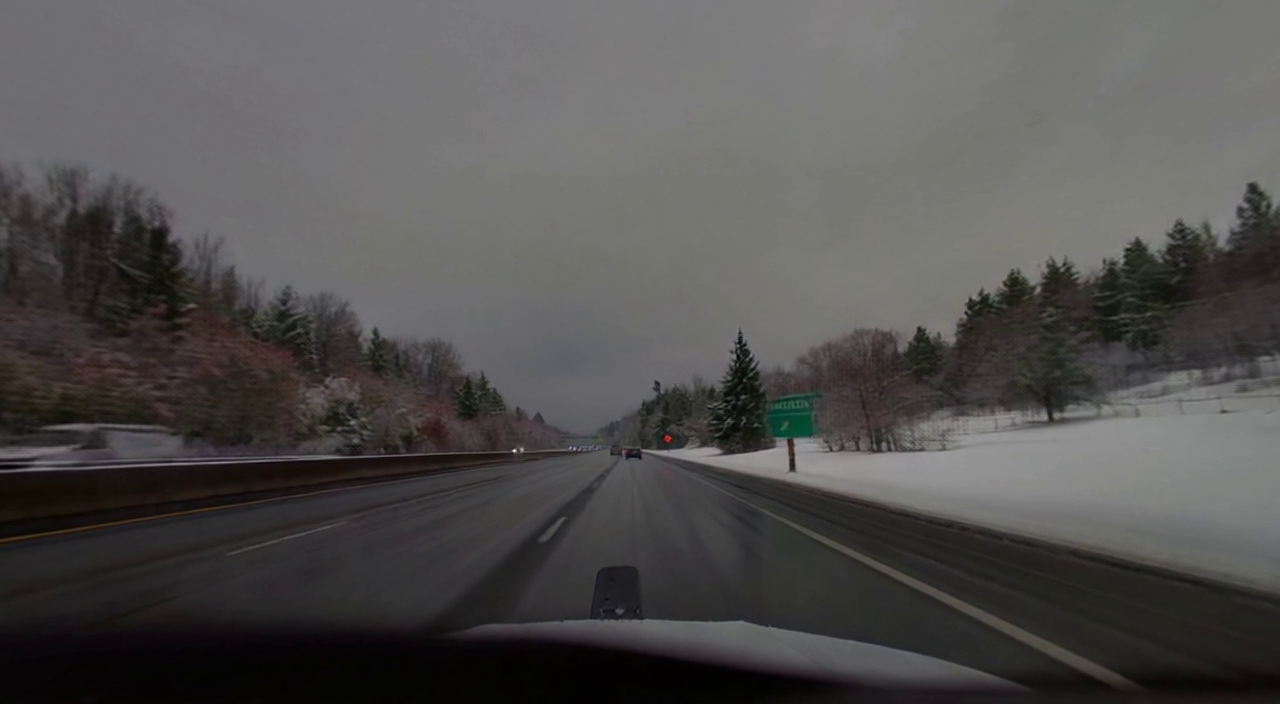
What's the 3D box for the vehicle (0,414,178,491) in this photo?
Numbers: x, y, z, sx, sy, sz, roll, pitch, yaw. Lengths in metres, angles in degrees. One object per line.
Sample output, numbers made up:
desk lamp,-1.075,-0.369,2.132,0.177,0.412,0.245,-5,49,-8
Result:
vehicle,-19.691,3.425,21.493,2.454,2.194,6.881,0,-9,0
